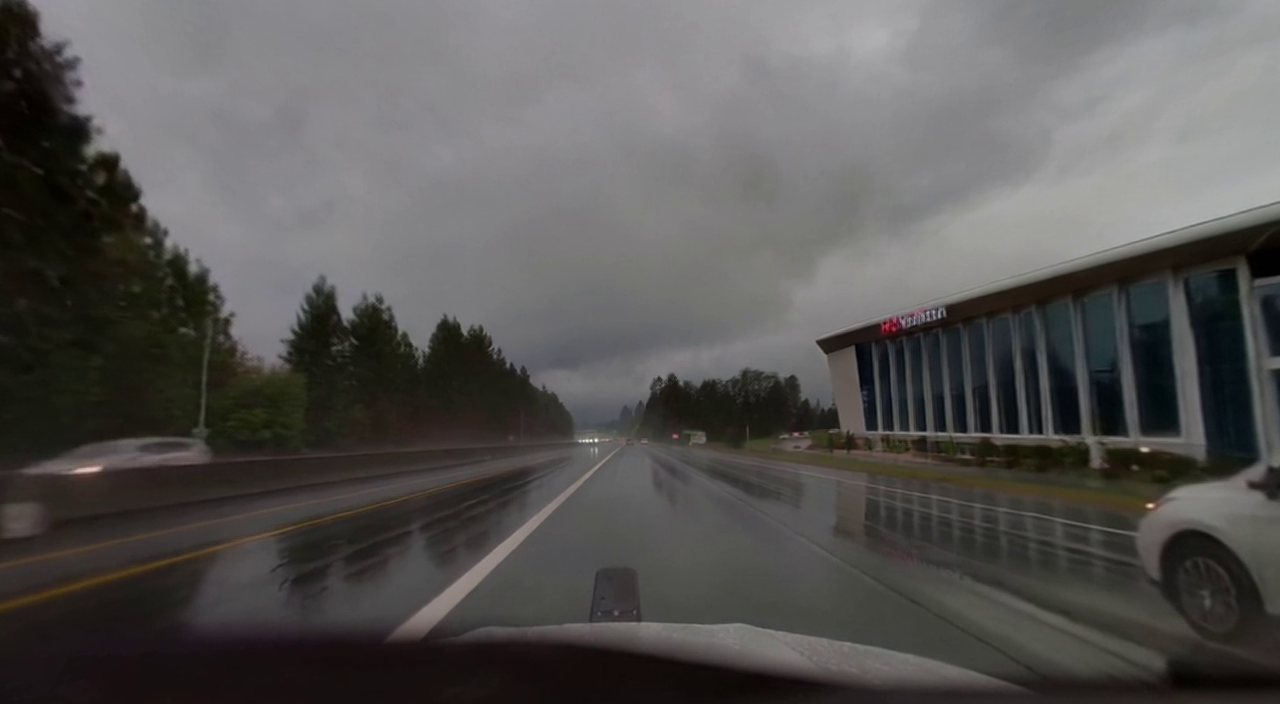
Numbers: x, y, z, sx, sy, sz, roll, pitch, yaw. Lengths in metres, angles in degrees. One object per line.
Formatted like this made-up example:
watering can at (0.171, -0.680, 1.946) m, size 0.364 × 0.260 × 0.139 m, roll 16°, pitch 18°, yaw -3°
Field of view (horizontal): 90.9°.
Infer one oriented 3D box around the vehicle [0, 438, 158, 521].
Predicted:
vehicle at (-12.313, 2.459, 12.648) m, size 1.902 × 1.454 × 4.229 m, roll 0°, pitch -8°, yaw 0°

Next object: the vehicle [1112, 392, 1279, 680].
vehicle at (4.627, 0.861, 2.328) m, size 2.095 × 1.587 × 4.638 m, roll 0°, pitch -8°, yaw -1°
